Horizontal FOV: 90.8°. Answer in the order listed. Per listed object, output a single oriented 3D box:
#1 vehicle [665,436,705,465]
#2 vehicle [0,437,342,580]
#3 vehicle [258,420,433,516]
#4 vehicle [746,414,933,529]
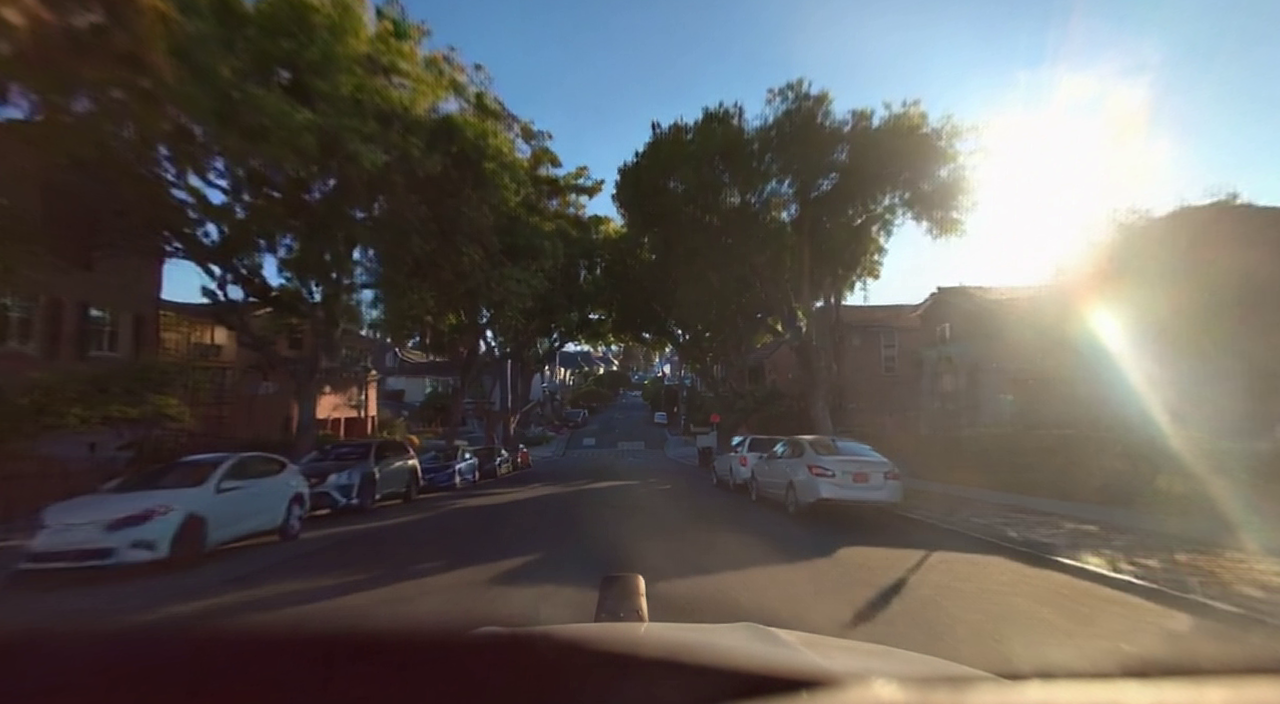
[{"bbox_3d":[2.665,5.979,38.463,1.966,1.620,4.187,0,-8,-3],"label":"vehicle"},{"bbox_3d":[-6.074,1.968,8.792,2.003,1.489,4.051,0,-8,-3],"label":"vehicle"},{"bbox_3d":[-6.210,2.556,14.024,1.830,1.750,4.502,1,-10,-2],"label":"vehicle"},{"bbox_3d":[3.425,2.159,11.942,1.952,1.738,4.518,0,-8,-2],"label":"vehicle"}]
